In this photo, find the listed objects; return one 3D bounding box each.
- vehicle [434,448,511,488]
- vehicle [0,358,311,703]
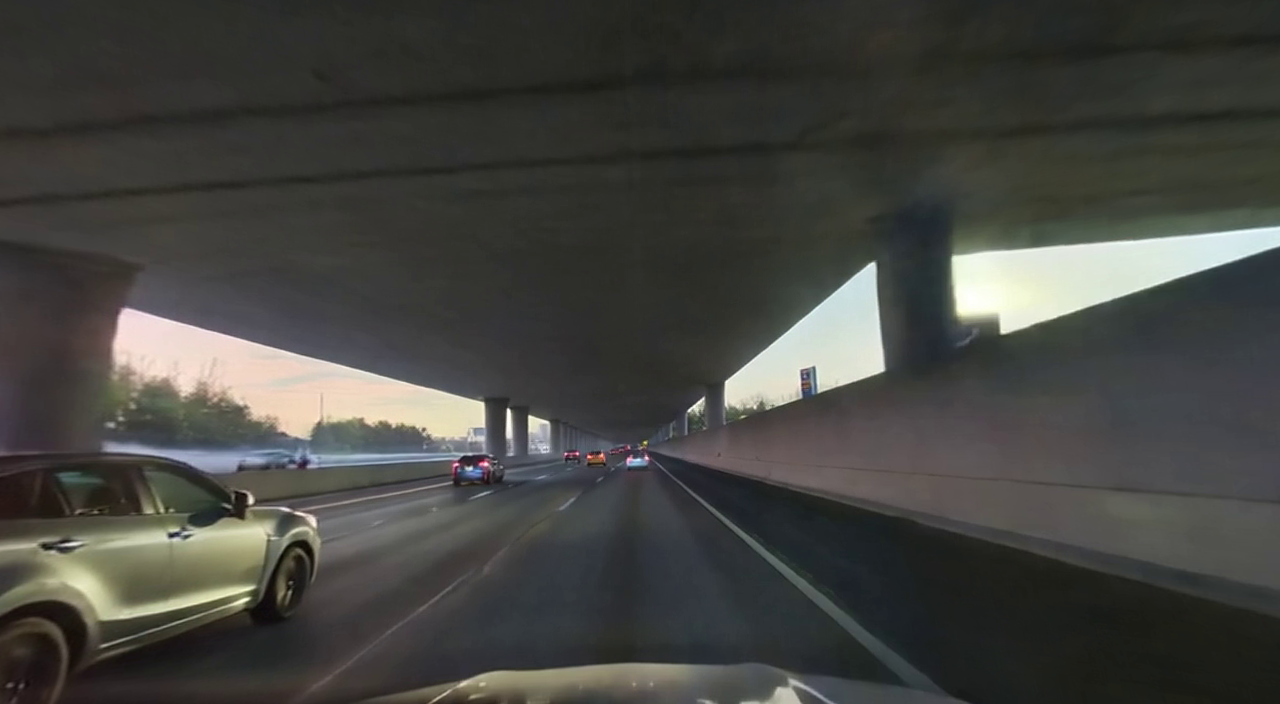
[{"bbox_3d":[-7.215,5.030,27.713,1.998,1.542,4.953,0,-9,1],"label":"vehicle"},{"bbox_3d":[-3.762,0.929,2.866,2.059,1.725,4.521,0,-9,0],"label":"vehicle"}]
